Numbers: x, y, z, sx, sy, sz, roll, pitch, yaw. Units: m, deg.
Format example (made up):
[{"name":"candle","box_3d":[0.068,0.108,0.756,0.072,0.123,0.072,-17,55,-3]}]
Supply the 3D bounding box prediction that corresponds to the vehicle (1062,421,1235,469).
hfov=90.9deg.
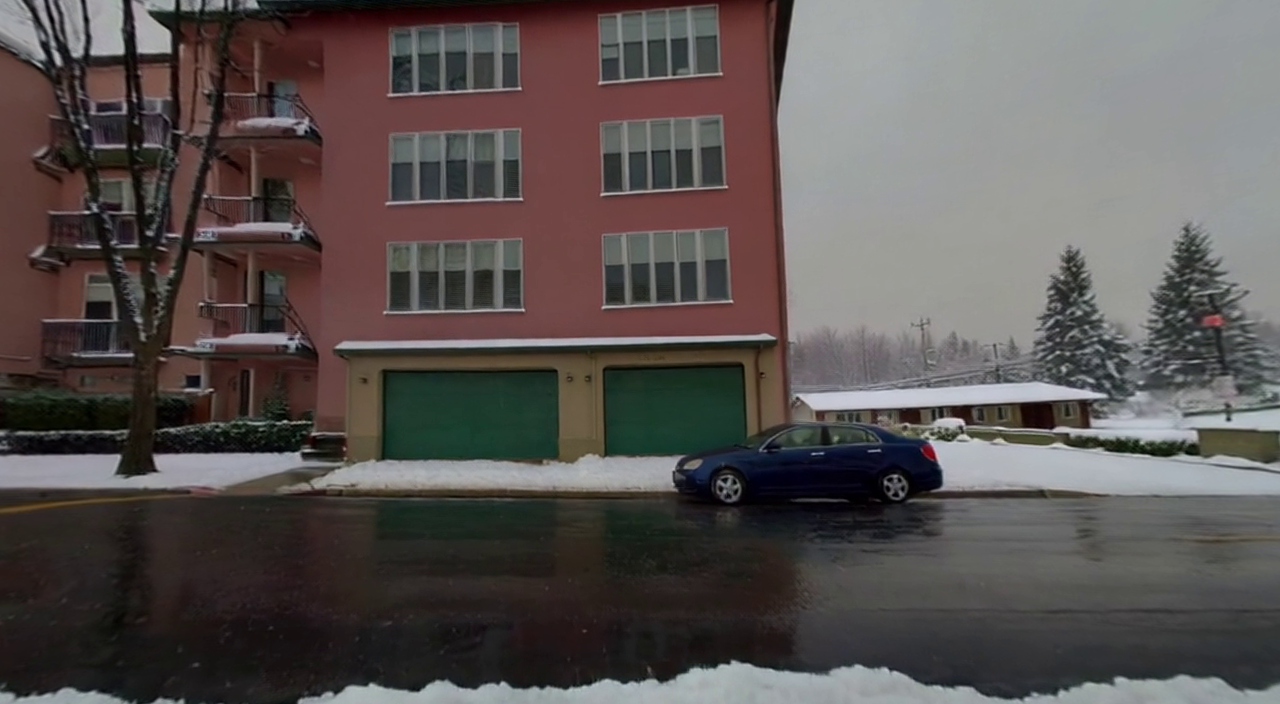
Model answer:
[{"name":"vehicle","box_3d":[16.761,3.093,20.967,3.905,1.475,2.057,0,-8,2]}]

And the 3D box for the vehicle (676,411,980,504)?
[{"name":"vehicle","box_3d":[2.994,1.807,10.935,4.697,1.444,1.825,0,-9,2]}]
